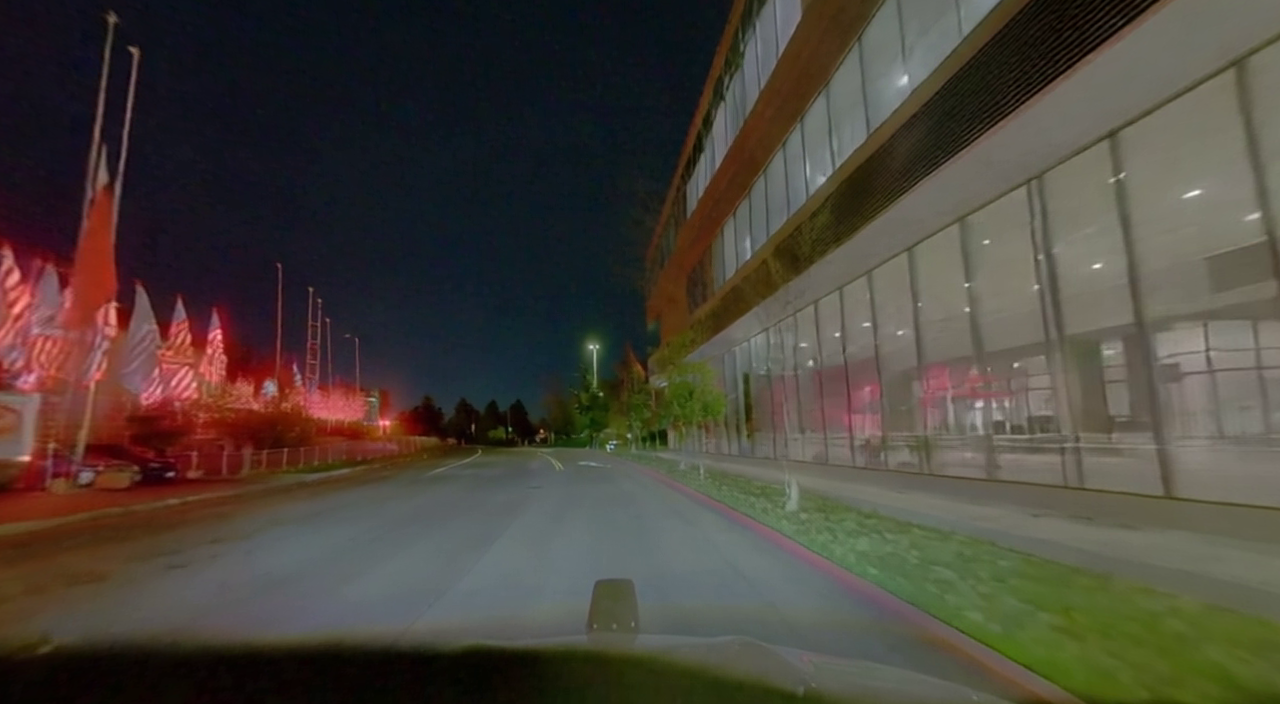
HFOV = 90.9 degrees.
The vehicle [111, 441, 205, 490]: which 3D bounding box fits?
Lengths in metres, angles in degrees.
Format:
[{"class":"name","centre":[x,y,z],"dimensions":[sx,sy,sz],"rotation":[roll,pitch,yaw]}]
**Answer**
[{"class":"vehicle","centre":[-17.078,3.973,22.464],"dimensions":[1.778,1.584,2.802],"rotation":[2,-8,-19]}]

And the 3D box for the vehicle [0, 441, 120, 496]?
[{"class":"vehicle","centre":[-19.782,3.913,21.612],"dimensions":[1.907,1.642,4.020],"rotation":[3,-9,-25]}]
